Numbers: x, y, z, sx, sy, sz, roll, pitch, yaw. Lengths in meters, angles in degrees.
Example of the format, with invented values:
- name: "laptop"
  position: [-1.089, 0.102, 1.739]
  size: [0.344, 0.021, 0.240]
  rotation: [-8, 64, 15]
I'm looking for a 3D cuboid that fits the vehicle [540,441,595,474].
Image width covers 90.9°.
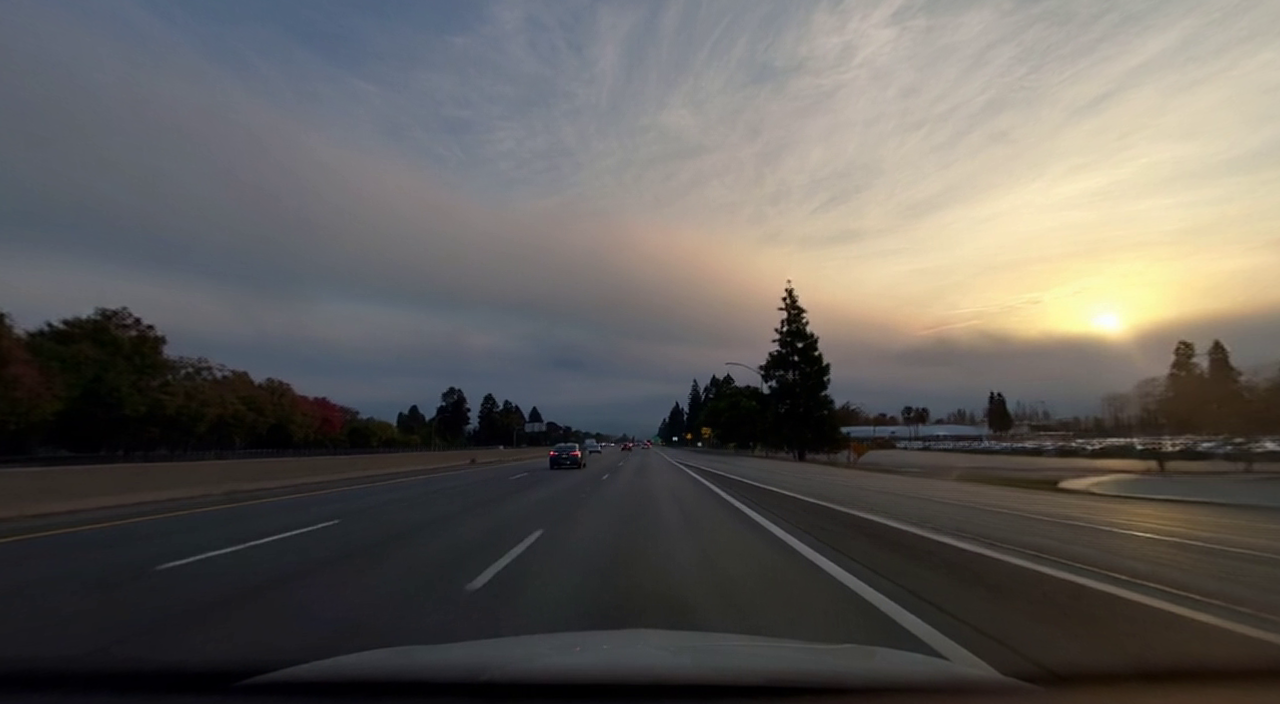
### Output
- name: "vehicle"
  position: [-3.386, 5.018, 30.280]
  size: [2.128, 1.450, 4.078]
  rotation: [0, -8, 1]
